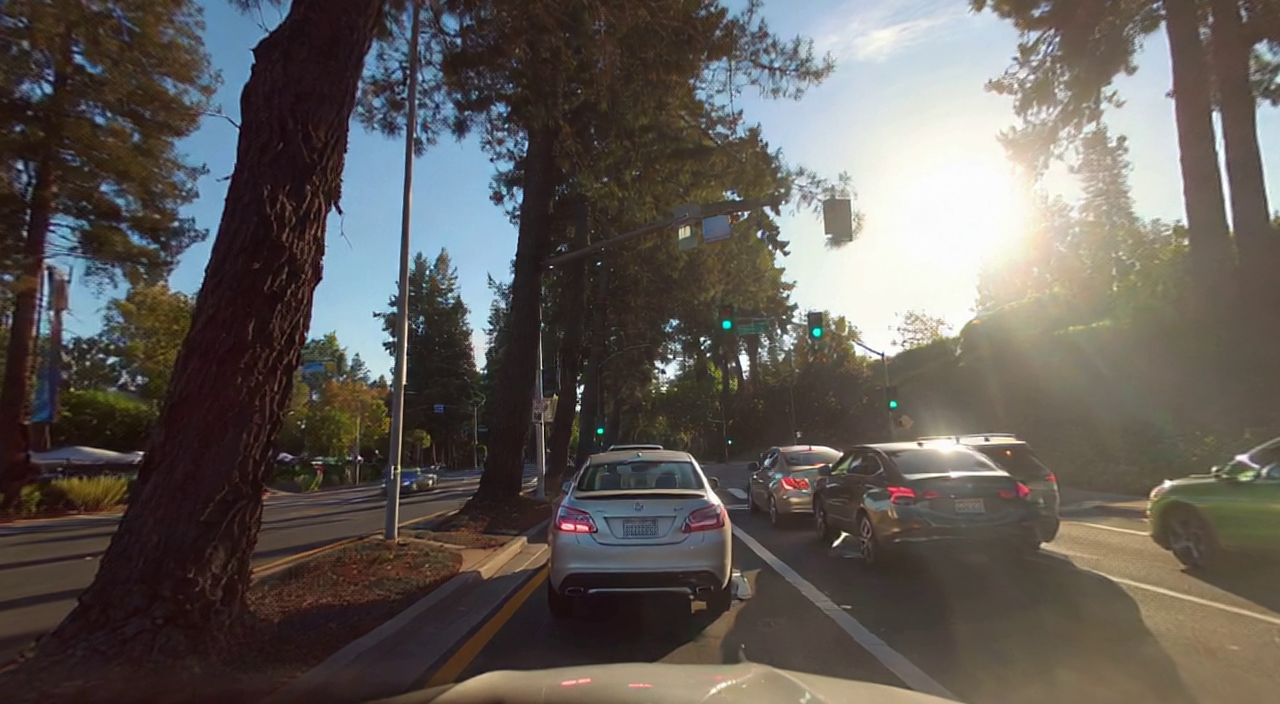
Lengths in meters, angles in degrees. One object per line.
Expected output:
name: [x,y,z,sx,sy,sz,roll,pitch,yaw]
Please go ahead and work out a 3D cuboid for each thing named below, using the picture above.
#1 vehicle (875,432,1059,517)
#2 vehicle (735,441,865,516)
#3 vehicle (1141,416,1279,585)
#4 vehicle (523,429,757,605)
vehicle: [7.043,2.673,14.174,1.923,1.611,4.094,0,-9,0]
vehicle: [3.566,2.905,14.993,1.934,1.494,4.446,0,-9,0]
vehicle: [6.938,1.377,5.806,1.783,1.572,3.421,0,-9,1]
vehicle: [0.015,1.745,7.483,2.015,1.502,3.898,0,-9,0]
